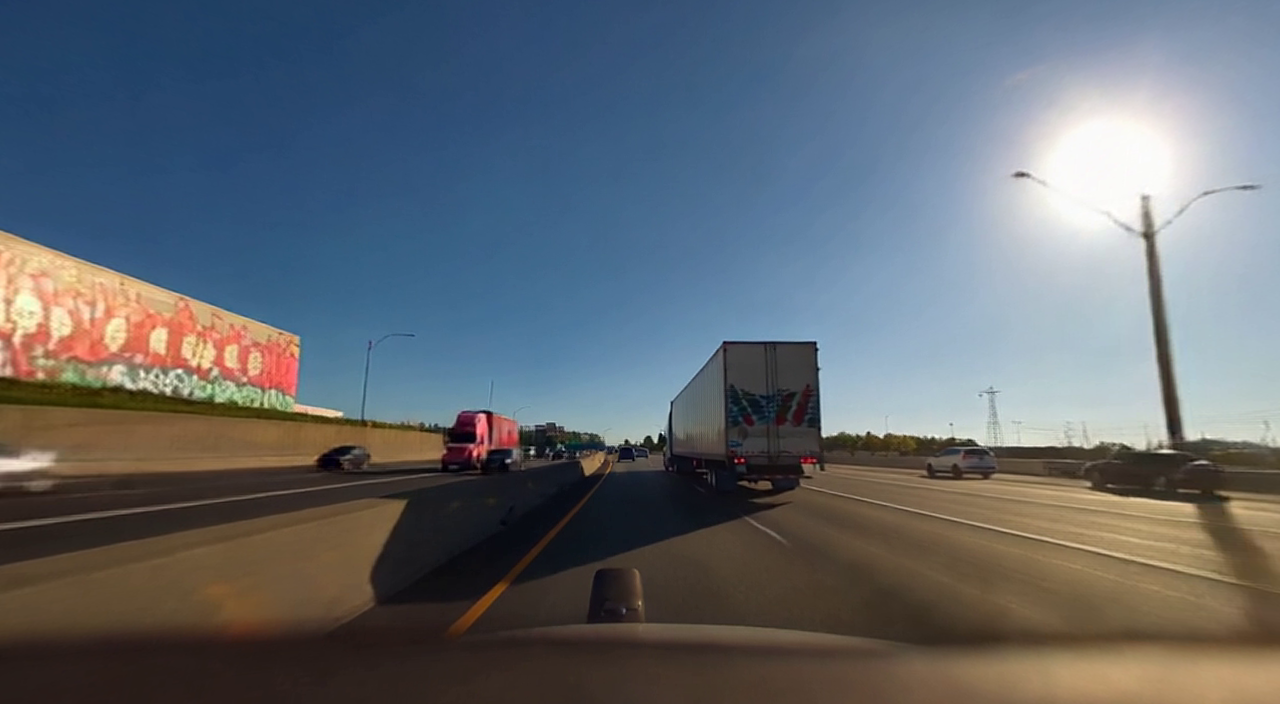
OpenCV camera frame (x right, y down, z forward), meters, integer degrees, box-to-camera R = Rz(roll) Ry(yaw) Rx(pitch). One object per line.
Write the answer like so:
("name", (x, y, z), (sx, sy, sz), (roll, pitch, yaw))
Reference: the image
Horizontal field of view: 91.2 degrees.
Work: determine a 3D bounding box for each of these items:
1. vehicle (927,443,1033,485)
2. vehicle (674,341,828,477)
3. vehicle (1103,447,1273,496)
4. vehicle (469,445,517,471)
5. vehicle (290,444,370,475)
("vehicle", (14.608, 4.798, 27.264), (2.107, 1.648, 4.324), (0, -9, -1))
("vehicle", (3.953, 3.145, 28.636), (3.317, 4.314, 17.803), (0, -9, -2))
("vehicle", (18.833, 4.077, 21.879), (1.811, 1.499, 4.472), (0, -9, -1))
("vehicle", (-8.968, 6.492, 38.473), (1.977, 1.494, 4.096), (0, -9, 0))
("vehicle", (-16.226, 5.648, 33.106), (1.912, 1.482, 4.676), (0, -9, -1))
